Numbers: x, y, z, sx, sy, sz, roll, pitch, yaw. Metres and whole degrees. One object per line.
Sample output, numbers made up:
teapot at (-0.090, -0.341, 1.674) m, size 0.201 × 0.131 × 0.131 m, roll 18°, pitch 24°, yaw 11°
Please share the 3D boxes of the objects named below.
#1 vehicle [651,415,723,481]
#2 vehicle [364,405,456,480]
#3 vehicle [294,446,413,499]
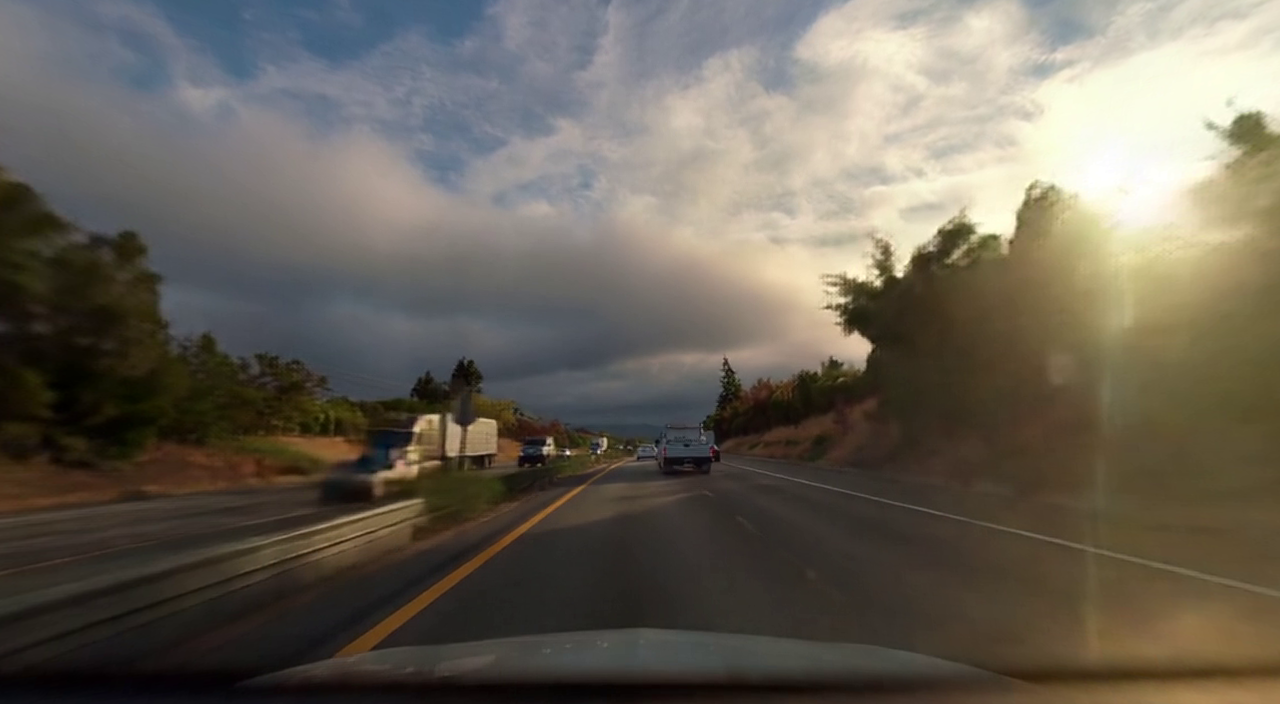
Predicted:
vehicle at (1.840, 4.065, 26.802) m, size 2.423 × 2.517 × 5.055 m, roll 0°, pitch -9°, yaw -3°
vehicle at (-13.296, 5.318, 37.030) m, size 3.042 × 4.009 × 5.906 m, roll 0°, pitch -9°, yaw 1°
vehicle at (-9.009, 3.802, 20.252) m, size 1.945 × 1.484 × 3.953 m, roll 0°, pitch -9°, yaw 0°
